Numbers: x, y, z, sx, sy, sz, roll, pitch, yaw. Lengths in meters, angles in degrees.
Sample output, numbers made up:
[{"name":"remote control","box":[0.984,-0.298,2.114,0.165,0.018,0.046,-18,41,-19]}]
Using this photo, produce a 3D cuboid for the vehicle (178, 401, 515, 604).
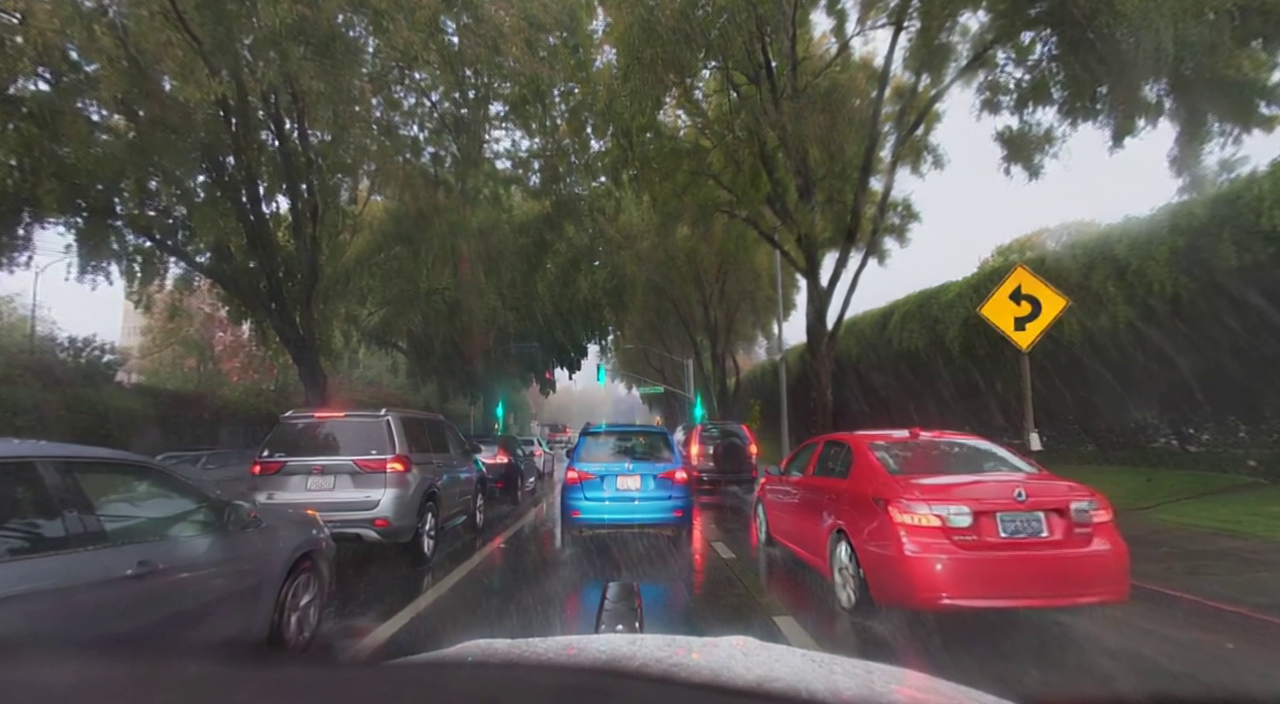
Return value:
[{"name":"vehicle","box":[-2.897,1.578,7.444,1.964,1.712,4.097,0,-8,0]}]

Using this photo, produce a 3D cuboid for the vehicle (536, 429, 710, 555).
[{"name":"vehicle","box":[-0.250,1.922,9.319,2.025,1.453,3.848,0,-8,-2]}]

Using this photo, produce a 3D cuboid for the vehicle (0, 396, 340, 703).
[{"name":"vehicle","box":[-2.928,0.840,1.604,1.974,1.484,4.716,0,-8,0]}]

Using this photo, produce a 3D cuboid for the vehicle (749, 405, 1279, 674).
[{"name":"vehicle","box":[2.521,1.399,5.925,2.116,1.497,4.652,0,-8,0]}]
